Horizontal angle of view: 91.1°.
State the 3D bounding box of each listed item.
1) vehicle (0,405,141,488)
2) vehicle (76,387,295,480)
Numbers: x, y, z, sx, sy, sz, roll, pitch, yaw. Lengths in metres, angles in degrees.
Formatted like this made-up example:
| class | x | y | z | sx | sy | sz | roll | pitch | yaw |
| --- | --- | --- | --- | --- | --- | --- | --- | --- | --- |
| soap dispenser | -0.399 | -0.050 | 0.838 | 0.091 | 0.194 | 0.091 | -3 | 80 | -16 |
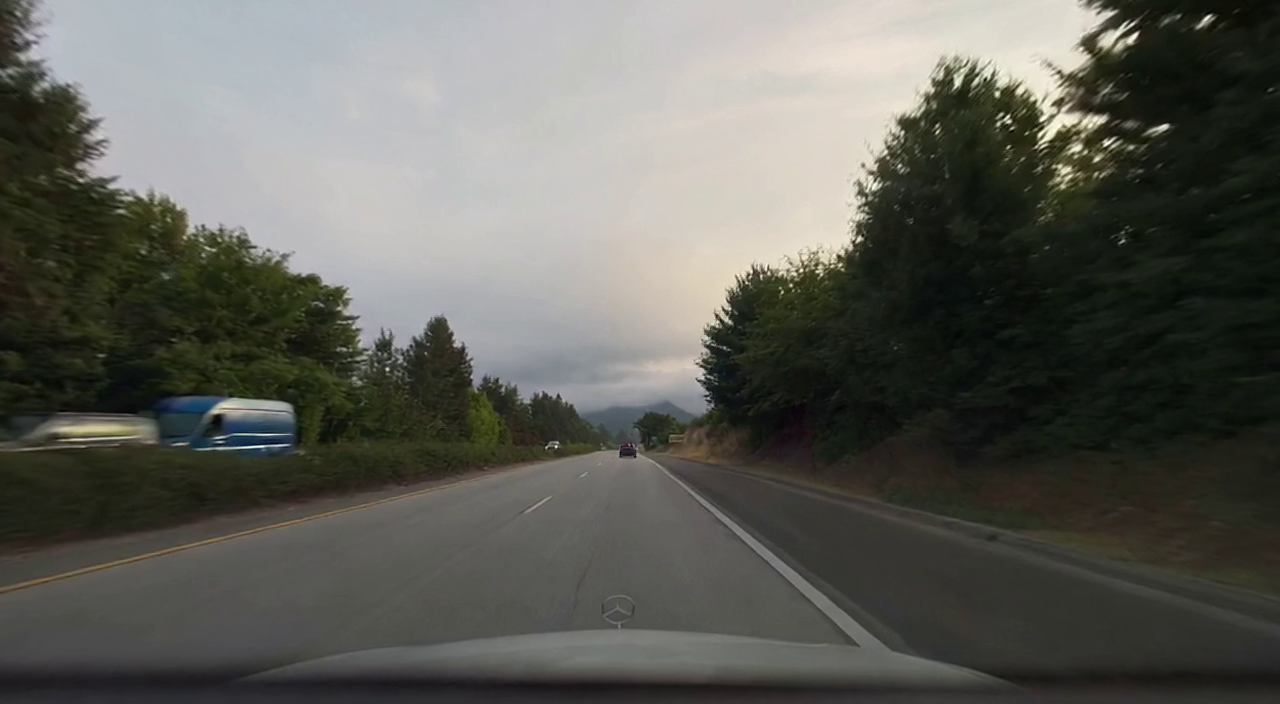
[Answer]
| class | x | y | z | sx | sy | sz | roll | pitch | yaw |
| --- | --- | --- | --- | --- | --- | --- | --- | --- | --- |
| vehicle | -15.005 | 2.221 | 14.810 | 2.090 | 1.794 | 5.319 | 0 | -8 | -1 |
| vehicle | -15.142 | 2.838 | 21.765 | 2.590 | 2.700 | 6.682 | 0 | -8 | 0 |
